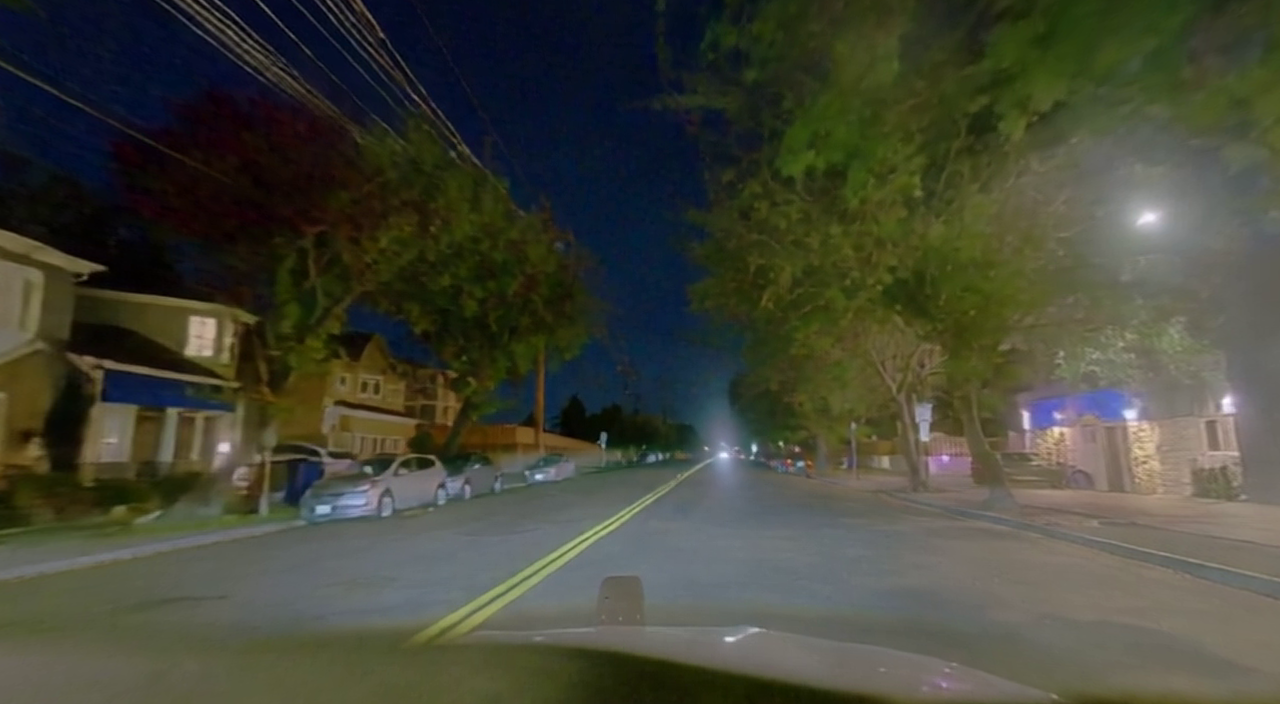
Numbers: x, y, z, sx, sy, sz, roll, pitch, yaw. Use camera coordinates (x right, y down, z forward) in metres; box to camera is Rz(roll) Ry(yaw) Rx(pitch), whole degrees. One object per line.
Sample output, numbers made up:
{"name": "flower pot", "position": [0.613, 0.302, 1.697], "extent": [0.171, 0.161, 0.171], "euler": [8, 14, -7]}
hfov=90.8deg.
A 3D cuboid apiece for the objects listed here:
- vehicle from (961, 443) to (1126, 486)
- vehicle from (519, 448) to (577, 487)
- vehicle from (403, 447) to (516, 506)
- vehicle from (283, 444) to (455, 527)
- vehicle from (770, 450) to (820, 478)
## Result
{"name": "vehicle", "position": [14.954, 4.193, 23.712], "extent": [4.716, 1.480, 2.023], "euler": [-1, -8, 8]}
{"name": "vehicle", "position": [-4.623, 5.886, 32.521], "extent": [1.970, 1.785, 4.274], "euler": [-1, -8, 5]}
{"name": "vehicle", "position": [-5.863, 4.065, 21.146], "extent": [1.913, 1.723, 4.318], "euler": [-2, -9, 9]}
{"name": "vehicle", "position": [-6.584, 3.246, 16.056], "extent": [1.975, 1.775, 4.509], "euler": [-1, -8, 7]}
{"name": "vehicle", "position": [9.191, 6.657, 37.896], "extent": [2.052, 1.476, 4.438], "euler": [-3, -9, 3]}
